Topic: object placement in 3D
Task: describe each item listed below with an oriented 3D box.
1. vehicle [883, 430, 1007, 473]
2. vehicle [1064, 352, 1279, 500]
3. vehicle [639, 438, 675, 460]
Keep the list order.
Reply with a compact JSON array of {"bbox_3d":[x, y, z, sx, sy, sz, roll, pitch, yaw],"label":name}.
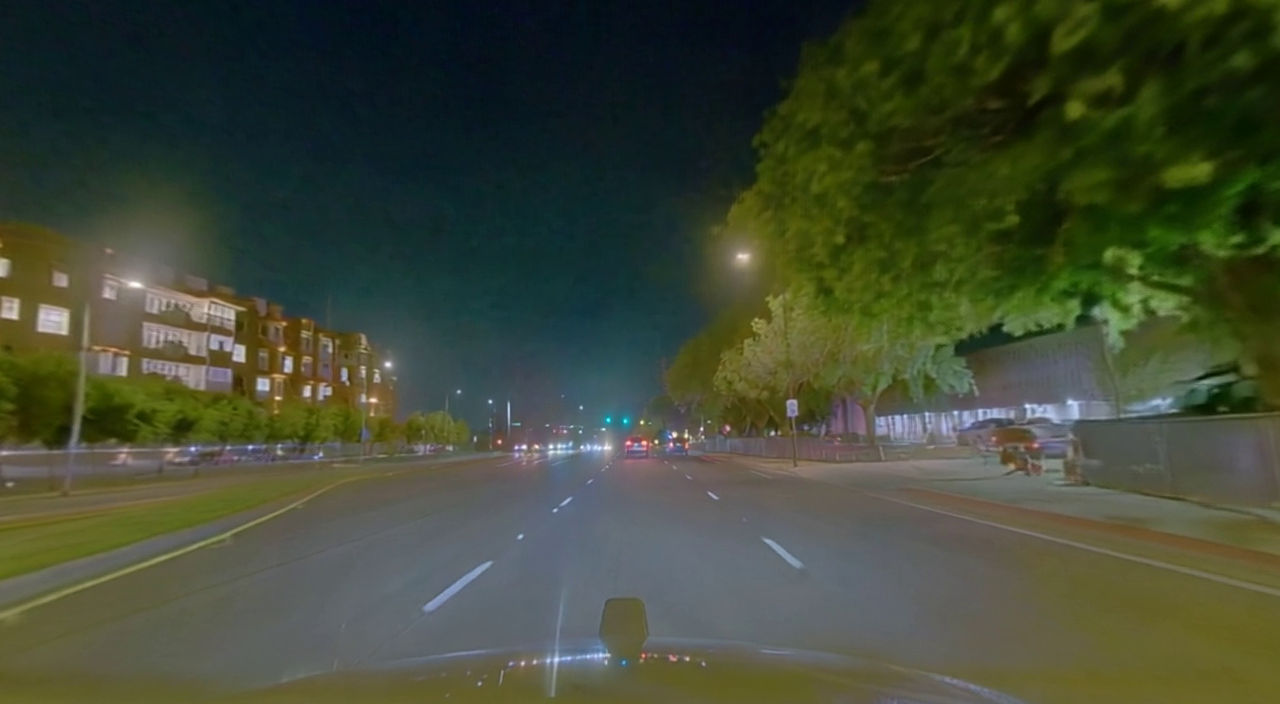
[{"bbox_3d":[12.288,4.000,25.759,1.948,1.466,4.520,-1,-7,-15],"label":"vehicle"},{"bbox_3d":[15.578,1.923,16.303,6.641,3.391,3.387,0,-8,-2],"label":"vehicle"},{"bbox_3d":[1.243,6.914,44.997,1.974,1.490,4.231,-2,-9,10],"label":"vehicle"}]
